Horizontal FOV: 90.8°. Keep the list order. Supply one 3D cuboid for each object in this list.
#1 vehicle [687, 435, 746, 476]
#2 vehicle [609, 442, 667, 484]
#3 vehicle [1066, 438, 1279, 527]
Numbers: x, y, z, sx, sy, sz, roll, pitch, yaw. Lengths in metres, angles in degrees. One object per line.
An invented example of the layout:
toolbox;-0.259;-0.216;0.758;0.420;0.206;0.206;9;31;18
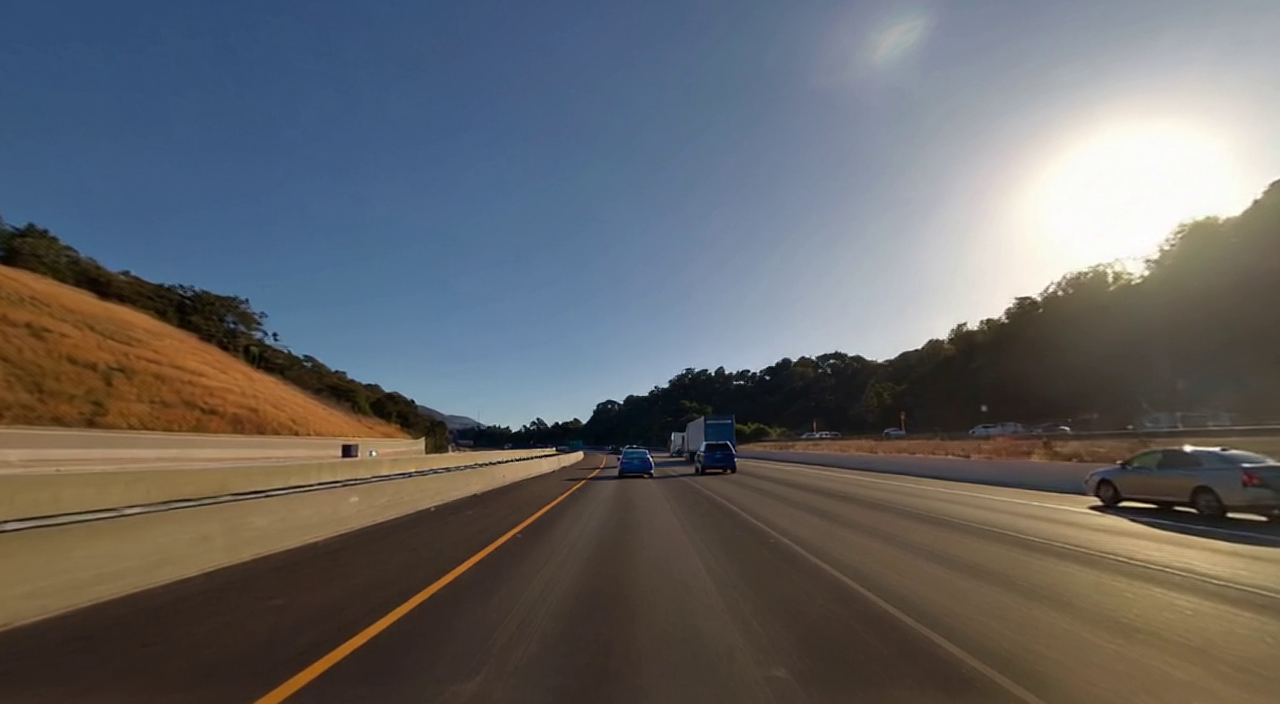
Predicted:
vehicle;3.634;5.029;30.859;2.098;1.794;4.561;0;-9;-2
vehicle;-0.122;4.266;24.541;2.083;1.477;3.965;0;-9;-1
vehicle;11.086;2.489;12.685;1.945;1.451;4.397;0;-9;-1
